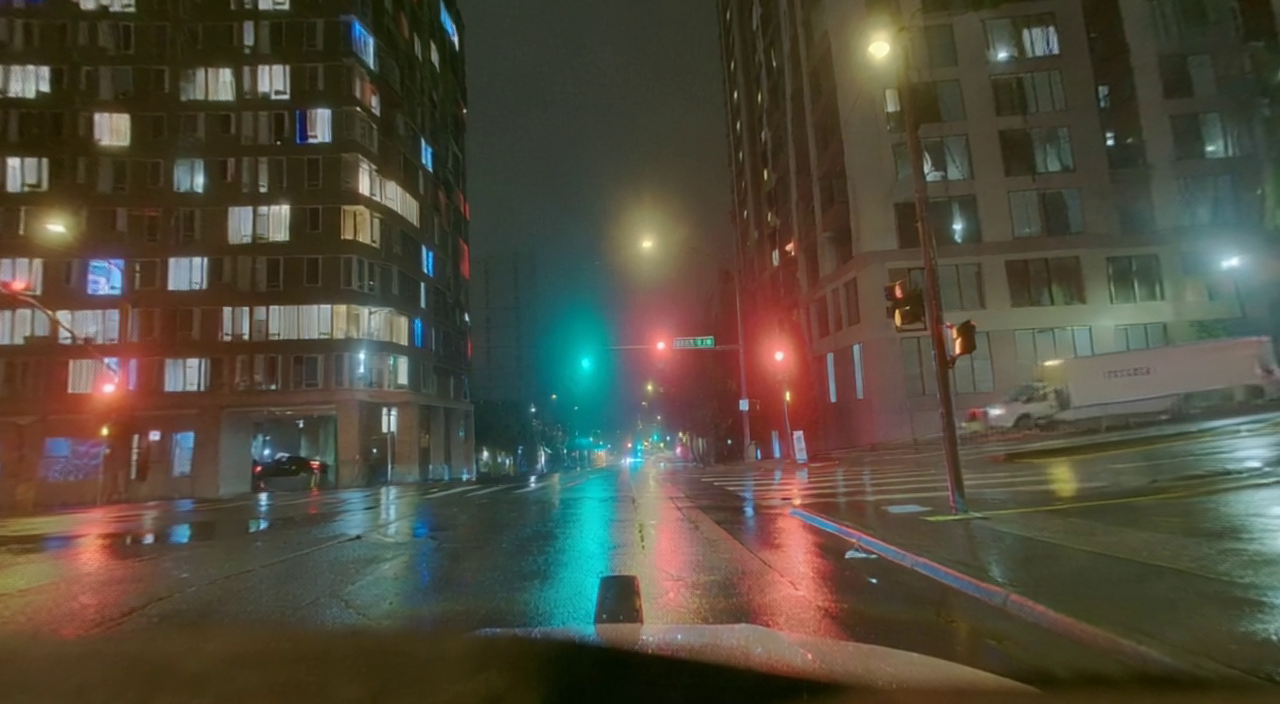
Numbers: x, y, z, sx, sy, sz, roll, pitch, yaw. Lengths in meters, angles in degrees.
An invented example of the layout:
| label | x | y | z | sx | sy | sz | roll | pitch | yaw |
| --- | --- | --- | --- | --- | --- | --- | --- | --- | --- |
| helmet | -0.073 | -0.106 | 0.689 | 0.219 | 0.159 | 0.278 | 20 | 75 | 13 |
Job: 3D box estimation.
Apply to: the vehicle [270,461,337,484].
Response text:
| label | x | y | z | sx | sy | sz | roll | pitch | yaw |
| --- | --- | --- | --- | --- | --- | --- | --- | --- | --- |
| vehicle | -24.683 | 8.854 | 46.277 | 3.882 | 1.600 | 1.768 | 0 | -9 | 2 |

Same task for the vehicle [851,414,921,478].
| label | x | y | z | sx | sy | sz | roll | pitch | yaw |
| --- | --- | --- | --- | --- | --- | --- | --- | --- | --- |
| vehicle | 13.098 | 5.097 | 34.098 | 2.948 | 3.071 | 7.295 | -3 | -9 | 17 |
